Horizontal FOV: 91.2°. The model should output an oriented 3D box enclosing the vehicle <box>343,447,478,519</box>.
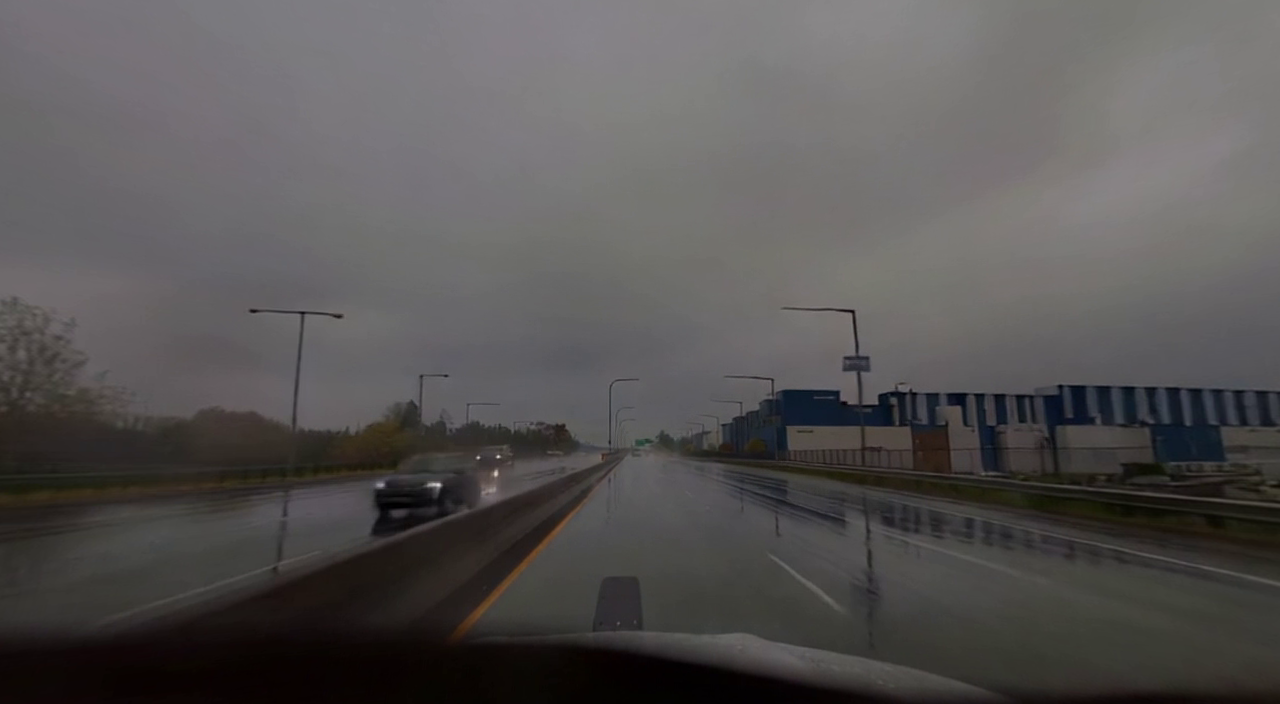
[{"bbox_3d":[-5.780,3.315,16.436,1.918,1.590,4.225,-1,-9,0],"label":"vehicle"}]
